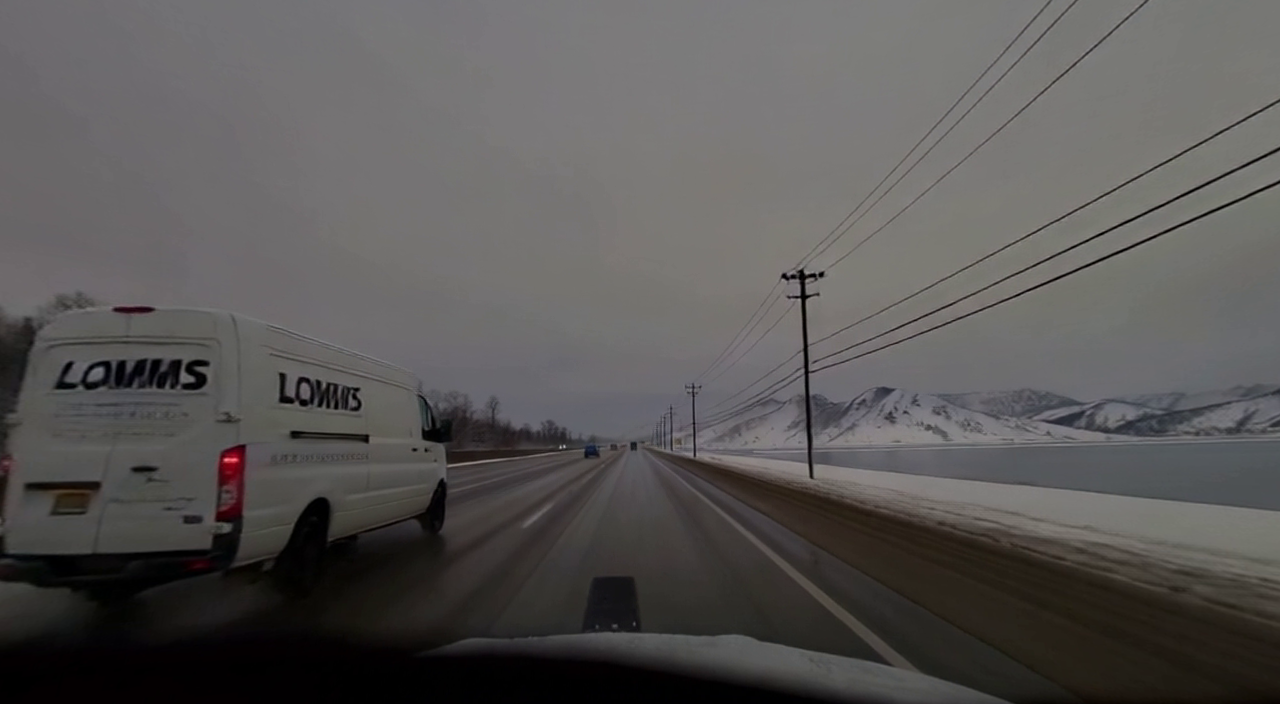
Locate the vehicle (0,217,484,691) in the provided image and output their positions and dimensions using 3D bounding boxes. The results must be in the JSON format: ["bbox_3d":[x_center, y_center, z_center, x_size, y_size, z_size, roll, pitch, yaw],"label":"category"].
[{"bbox_3d":[-3.729,1.004,6.978,2.331,2.757,6.581,0,-8,0],"label":"vehicle"}]
